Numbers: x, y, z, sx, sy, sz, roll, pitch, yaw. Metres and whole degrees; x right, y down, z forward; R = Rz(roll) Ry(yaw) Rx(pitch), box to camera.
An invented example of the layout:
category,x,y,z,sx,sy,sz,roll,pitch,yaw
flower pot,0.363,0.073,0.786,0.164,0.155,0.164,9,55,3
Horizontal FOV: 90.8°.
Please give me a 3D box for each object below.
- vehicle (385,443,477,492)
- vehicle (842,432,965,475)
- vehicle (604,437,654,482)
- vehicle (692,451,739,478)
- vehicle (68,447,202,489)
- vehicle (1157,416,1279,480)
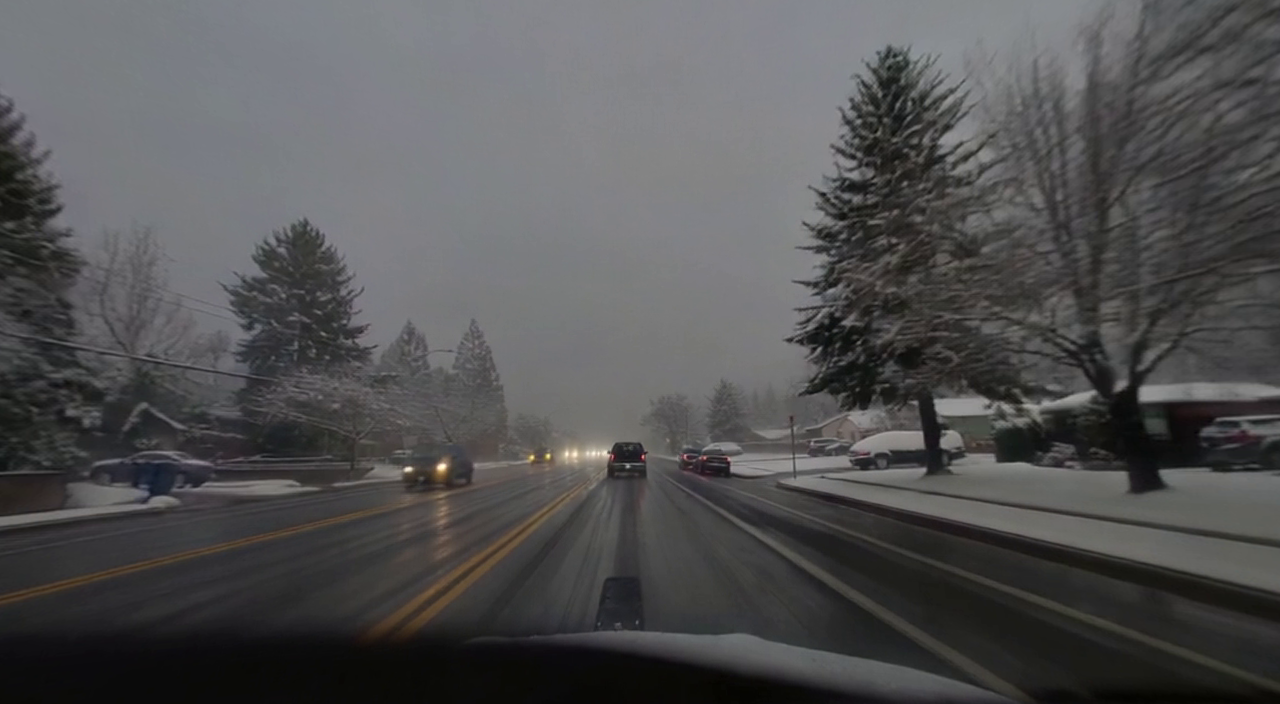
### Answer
category,x,y,z,sx,sy,sz,roll,pitch,yaw
vehicle,-8.340,4.636,25.769,2.114,1.811,4.949,0,-9,-1
vehicle,12.350,4.803,29.871,4.870,1.926,2.094,0,-9,-1
vehicle,-0.508,4.995,29.588,2.153,1.942,4.767,0,-9,-1
vehicle,4.351,6.556,37.023,1.963,1.469,4.709,0,-9,-2
vehicle,-21.304,4.899,26.774,4.020,1.635,1.875,0,-8,2
vehicle,18.270,2.778,18.306,4.648,1.747,2.108,0,-9,0
